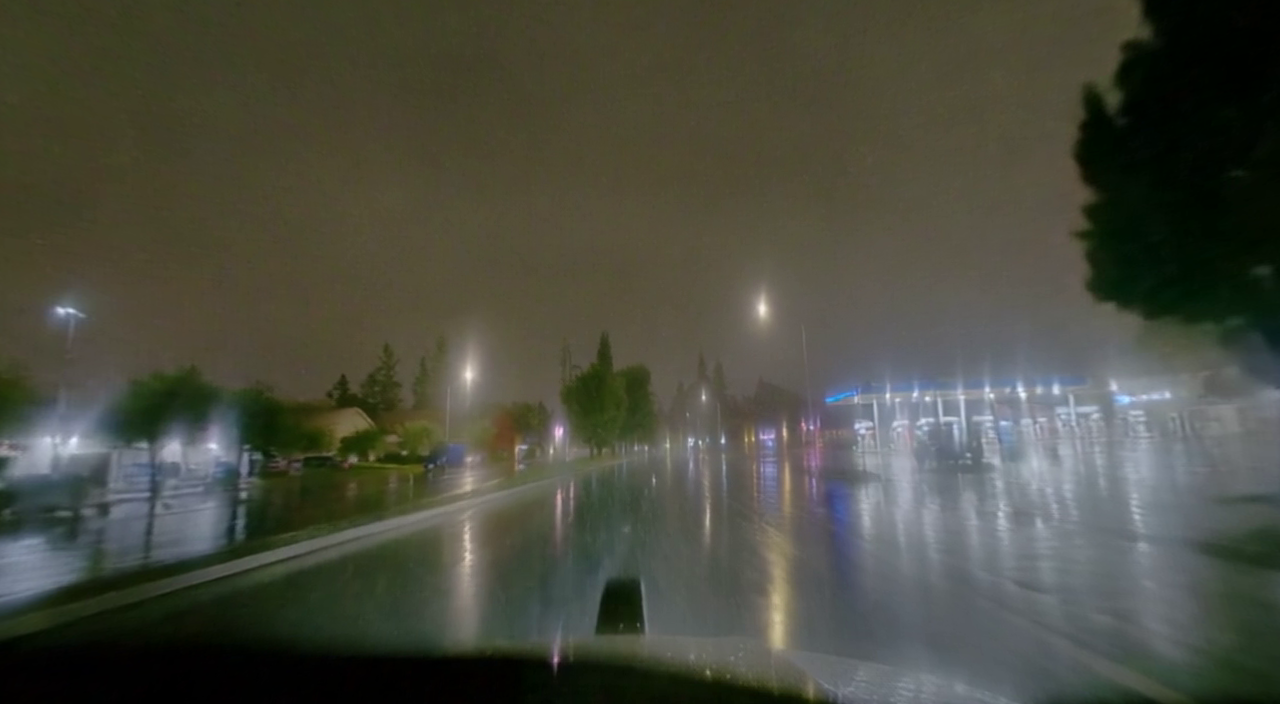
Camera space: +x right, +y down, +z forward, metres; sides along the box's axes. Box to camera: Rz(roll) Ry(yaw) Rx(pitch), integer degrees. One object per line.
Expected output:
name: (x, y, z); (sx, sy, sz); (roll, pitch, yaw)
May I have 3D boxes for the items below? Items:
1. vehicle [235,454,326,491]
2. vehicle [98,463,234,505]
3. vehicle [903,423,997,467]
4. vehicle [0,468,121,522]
vehicle: (-19.510, 6.503, 34.558); (1.988, 1.785, 4.802); (-1, -9, 2)
vehicle: (-19.855, 5.508, 26.776); (1.787, 1.471, 4.709); (-1, -9, 6)
vehicle: (14.472, 4.414, 29.871); (2.108, 1.877, 4.807); (-1, -9, 2)
vehicle: (-20.220, 4.652, 20.868); (1.924, 1.479, 4.706); (-1, -9, 4)
